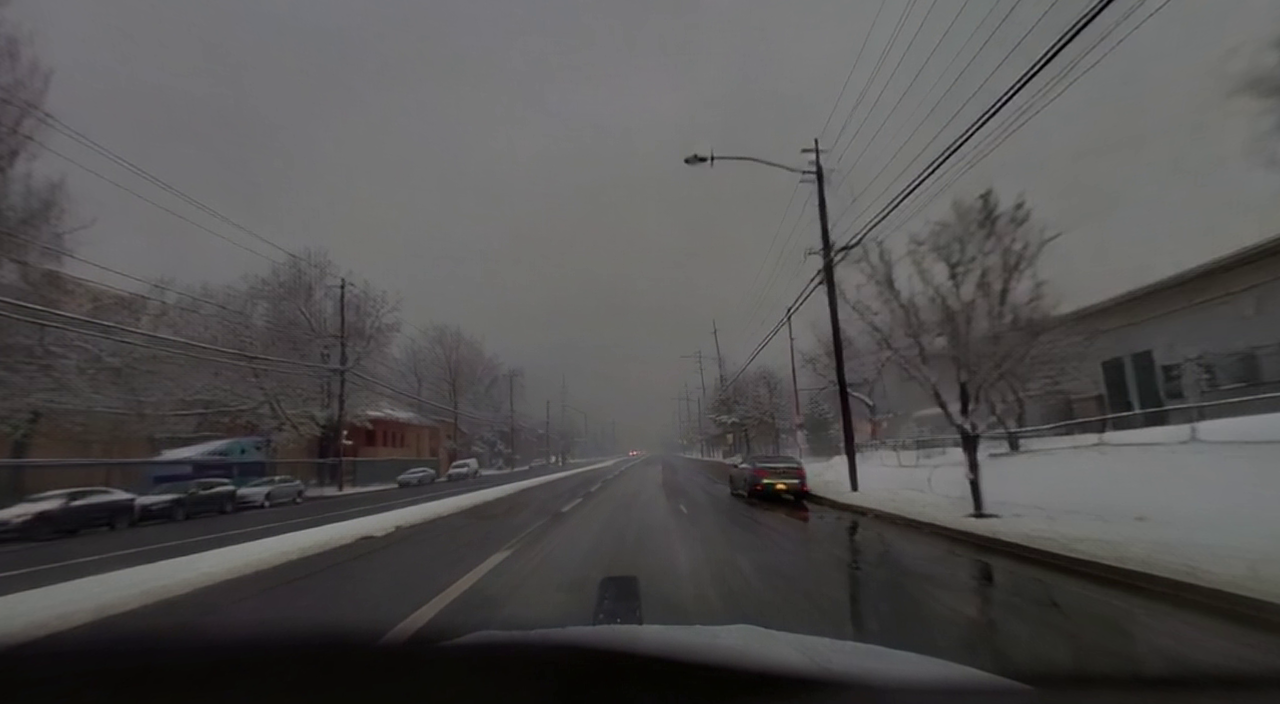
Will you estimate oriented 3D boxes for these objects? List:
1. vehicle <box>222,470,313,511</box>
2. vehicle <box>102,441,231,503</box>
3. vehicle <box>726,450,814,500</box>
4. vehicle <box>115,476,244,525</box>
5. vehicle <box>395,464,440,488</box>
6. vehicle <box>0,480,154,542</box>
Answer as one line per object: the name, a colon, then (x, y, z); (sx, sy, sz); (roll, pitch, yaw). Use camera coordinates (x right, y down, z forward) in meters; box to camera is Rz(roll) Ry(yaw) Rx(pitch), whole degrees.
vehicle: (-17.655, 6.555, 30.200); (1.852, 1.551, 4.276); (-6, -10, -1)
vehicle: (-25.105, 6.376, 33.815); (4.857, 2.616, 2.616); (-3, -10, -17)
vehicle: (4.246, 4.099, 21.476); (2.002, 1.459, 4.357); (0, -9, -1)
vehicle: (-17.666, 5.693, 24.599); (1.845, 1.450, 4.457); (-6, -10, -2)
vehicle: (-17.436, 9.730, 49.830); (1.931, 1.501, 4.564); (-6, -9, -1)
vehicle: (-17.574, 4.810, 19.323); (1.892, 1.515, 4.622); (-6, -11, -1)
